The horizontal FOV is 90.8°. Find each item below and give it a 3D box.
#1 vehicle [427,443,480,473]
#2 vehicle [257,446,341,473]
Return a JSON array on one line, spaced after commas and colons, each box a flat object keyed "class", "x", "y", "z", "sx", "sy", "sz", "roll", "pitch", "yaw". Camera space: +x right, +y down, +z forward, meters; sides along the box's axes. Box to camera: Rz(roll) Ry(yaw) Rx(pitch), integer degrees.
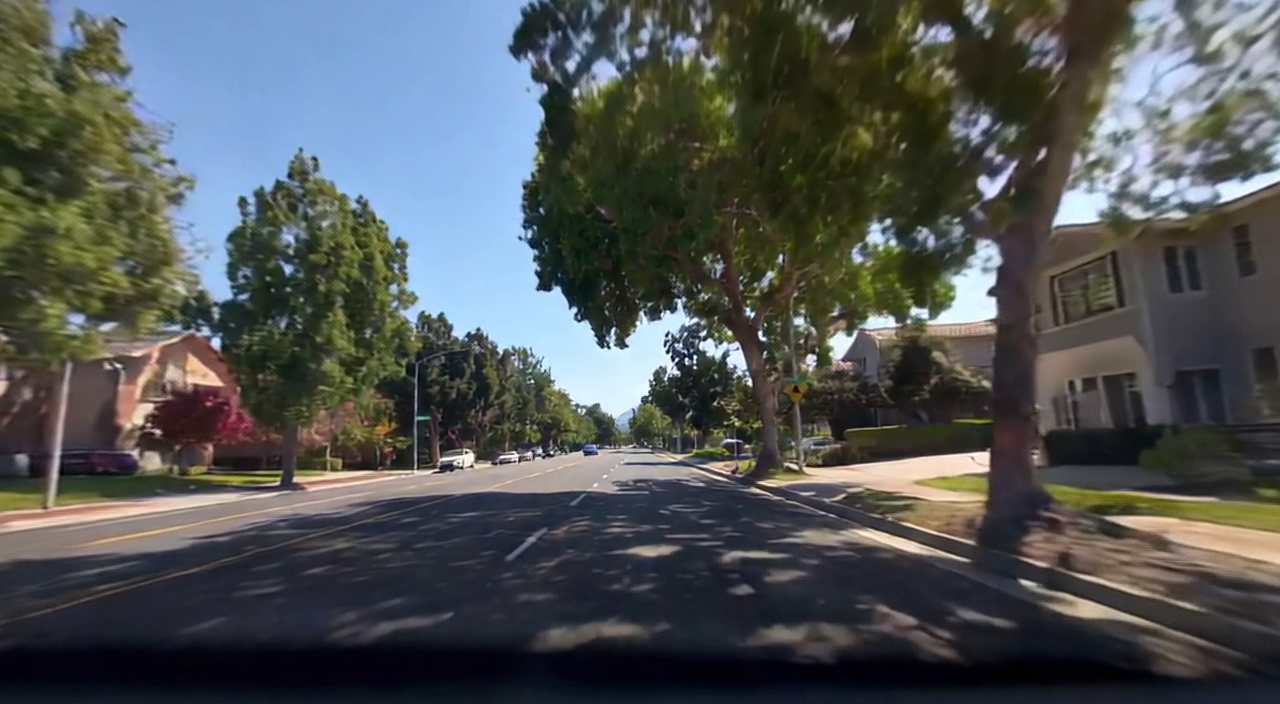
[{"class": "vehicle", "x": -14.406, "y": 8.199, "z": 49.232, "sx": 2.324, "sy": 2.216, "sz": 5.998, "roll": 0, "pitch": -8, "yaw": 0}, {"class": "vehicle", "x": -22.646, "y": 7.155, "z": 42.058, "sx": 4.514, "sy": 1.711, "sz": 1.855, "roll": 0, "pitch": -8, "yaw": 0}]
